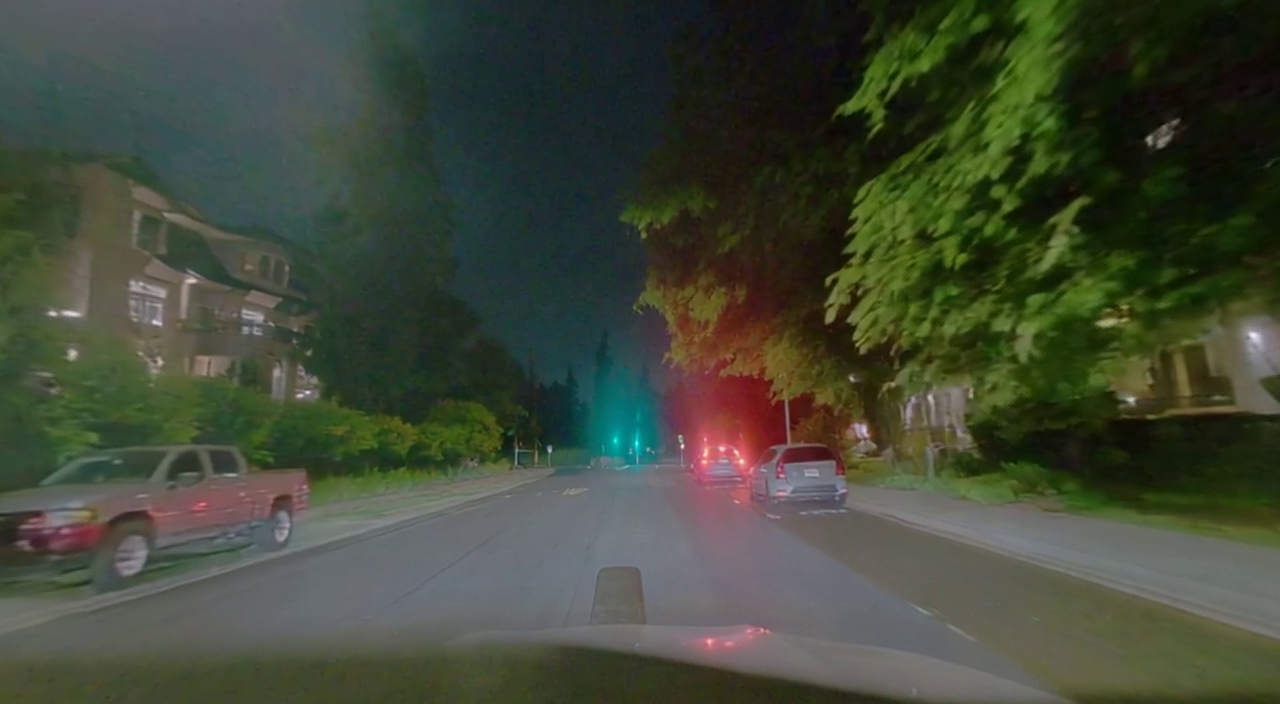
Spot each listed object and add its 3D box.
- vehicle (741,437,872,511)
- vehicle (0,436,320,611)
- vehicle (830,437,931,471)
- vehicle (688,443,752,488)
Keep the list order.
[{"bbox_3d":[4.036,3.054,16.263,2.043,1.585,4.687,-1,-9,-1],"label":"vehicle"},{"bbox_3d":[-6.913,2.116,8.815,2.119,1.760,4.294,-2,-9,10],"label":"vehicle"},{"bbox_3d":[12.468,5.322,33.032,4.470,1.624,2.047,-2,-9,6],"label":"vehicle"},{"bbox_3d":[3.113,4.512,25.437,2.037,1.595,4.536,-1,-9,1],"label":"vehicle"}]
